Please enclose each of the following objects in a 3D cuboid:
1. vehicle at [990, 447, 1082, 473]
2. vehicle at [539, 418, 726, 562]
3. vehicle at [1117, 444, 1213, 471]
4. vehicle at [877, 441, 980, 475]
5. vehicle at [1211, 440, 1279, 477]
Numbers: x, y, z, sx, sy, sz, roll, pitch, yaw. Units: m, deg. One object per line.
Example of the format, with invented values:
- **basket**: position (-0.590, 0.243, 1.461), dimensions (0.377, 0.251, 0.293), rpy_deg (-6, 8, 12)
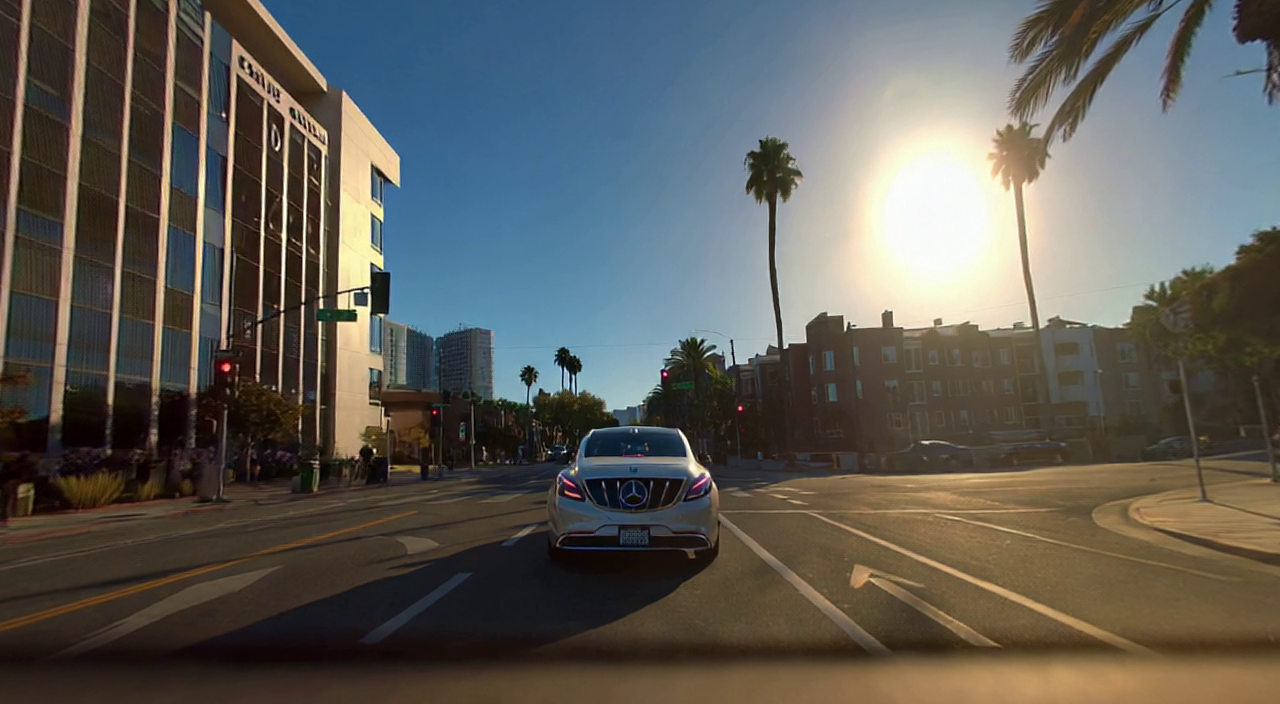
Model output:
- **vehicle**: position (24.211, 6.599, 38.686), dimensions (4.417, 1.462, 1.761), rpy_deg (0, -8, -1)
- **vehicle**: position (-0.085, 1.869, 9.223), dimensions (2.144, 1.643, 3.770), rpy_deg (0, -8, 0)
- **vehicle**: position (32.148, 6.465, 38.777), dimensions (4.234, 1.613, 1.812), rpy_deg (0, -8, -1)
- **vehicle**: position (15.820, 5.821, 34.868), dimensions (4.649, 1.760, 2.029), rpy_deg (-1, -8, 5)
- **vehicle**: position (29.225, 4.857, 28.930), dimensions (4.118, 1.593, 2.004), rpy_deg (0, -8, -1)
